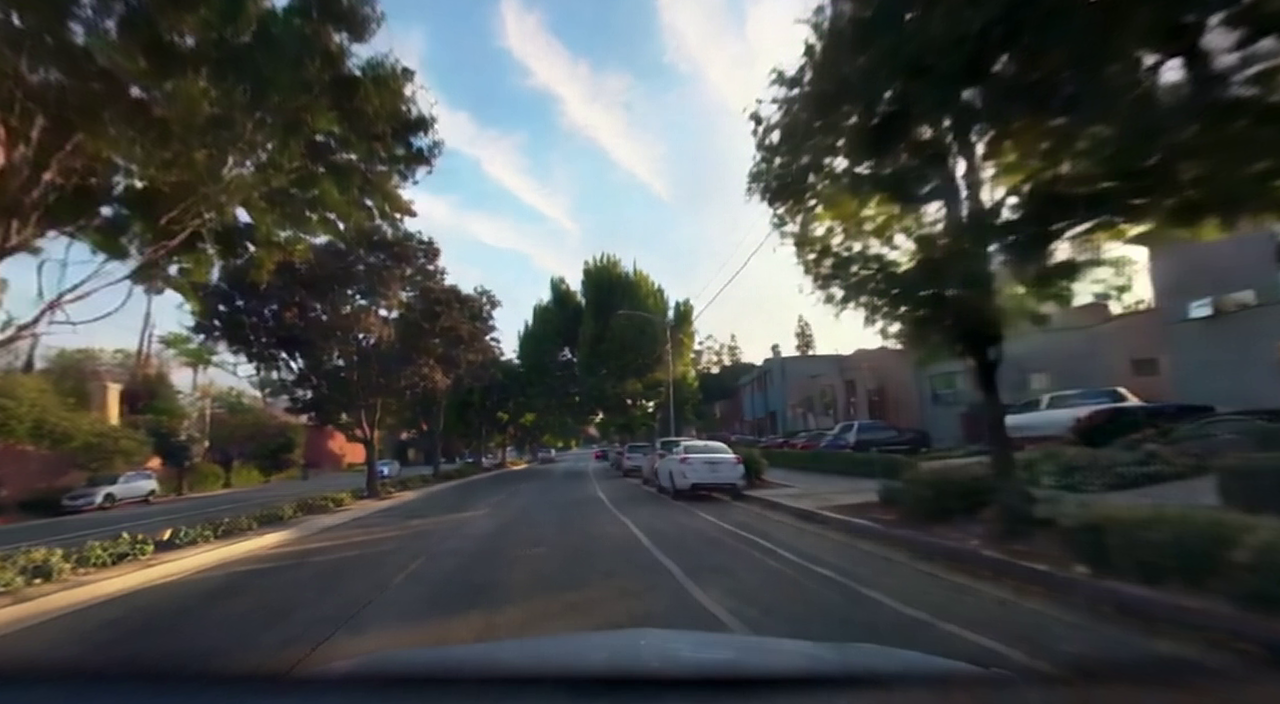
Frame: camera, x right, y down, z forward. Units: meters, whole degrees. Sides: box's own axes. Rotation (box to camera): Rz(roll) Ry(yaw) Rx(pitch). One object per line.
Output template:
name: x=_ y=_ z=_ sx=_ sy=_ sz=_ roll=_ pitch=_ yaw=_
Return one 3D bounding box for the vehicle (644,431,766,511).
vehicle: x=1.467 y=3.015 z=16.655 sx=2.078 sy=1.738 sz=5.133 roll=1 pitch=-8 yaw=-7

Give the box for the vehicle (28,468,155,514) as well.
vehicle: x=-28.301 y=7.142 z=32.838 sx=2.305 sy=1.919 sz=5.187 roll=0 pitch=-8 yaw=-6
